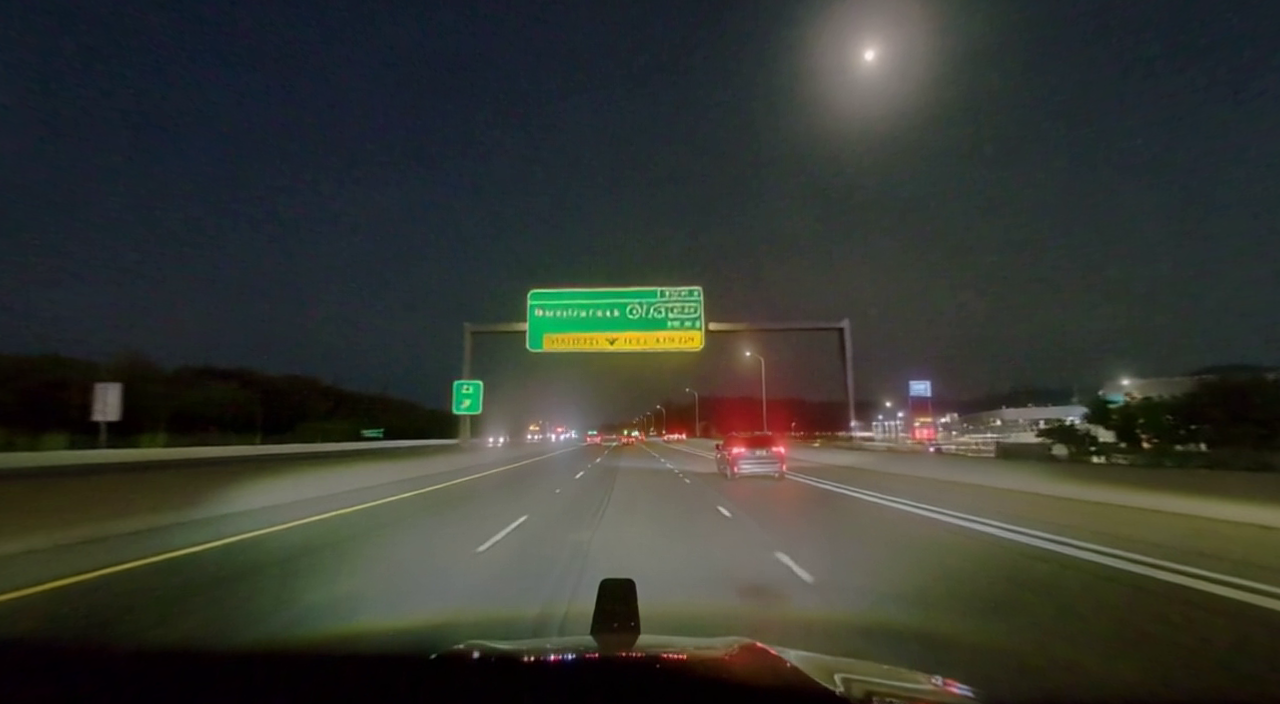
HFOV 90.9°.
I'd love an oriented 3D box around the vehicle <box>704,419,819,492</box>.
[{"bbox_3d":[2.962,2.646,16.423,2.022,1.637,4.229,0,-8,-2],"label":"vehicle"}]
